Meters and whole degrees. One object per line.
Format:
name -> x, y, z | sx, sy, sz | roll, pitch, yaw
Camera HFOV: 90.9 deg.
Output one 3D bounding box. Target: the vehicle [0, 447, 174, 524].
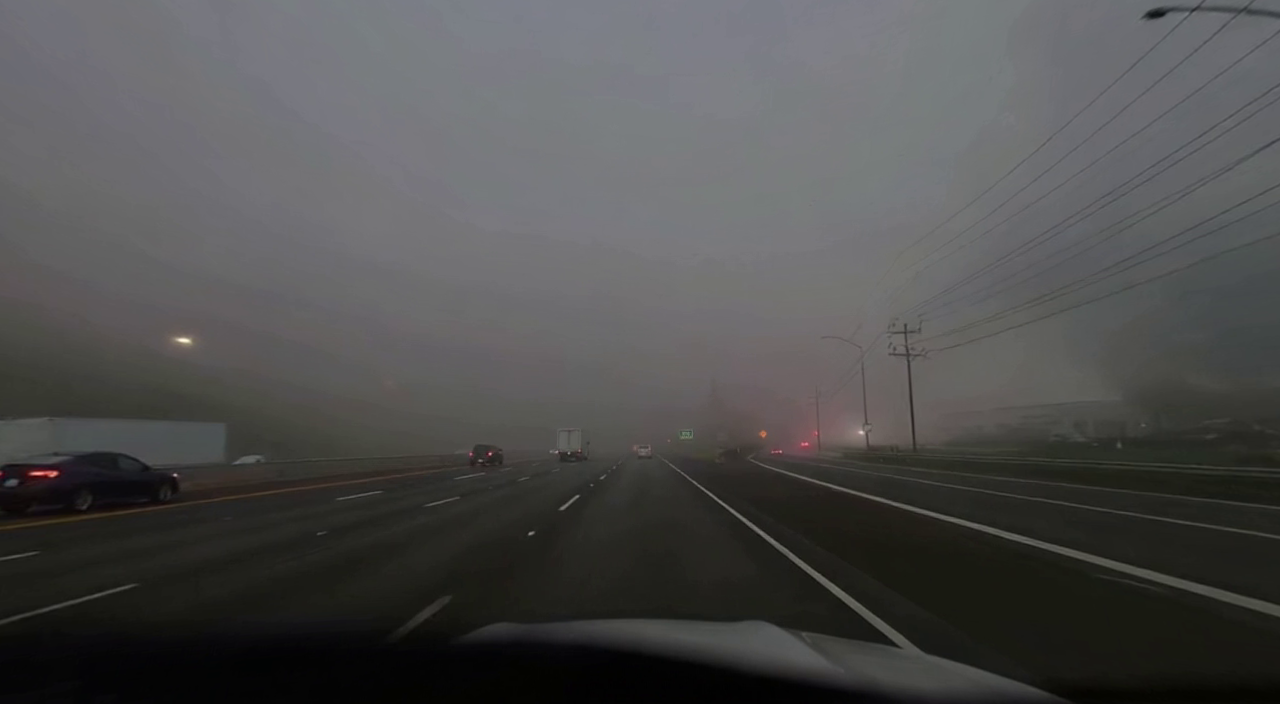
vehicle -> -13.558, 2.966, 14.669 | 1.988, 1.477, 4.442 | 0, -8, 1
